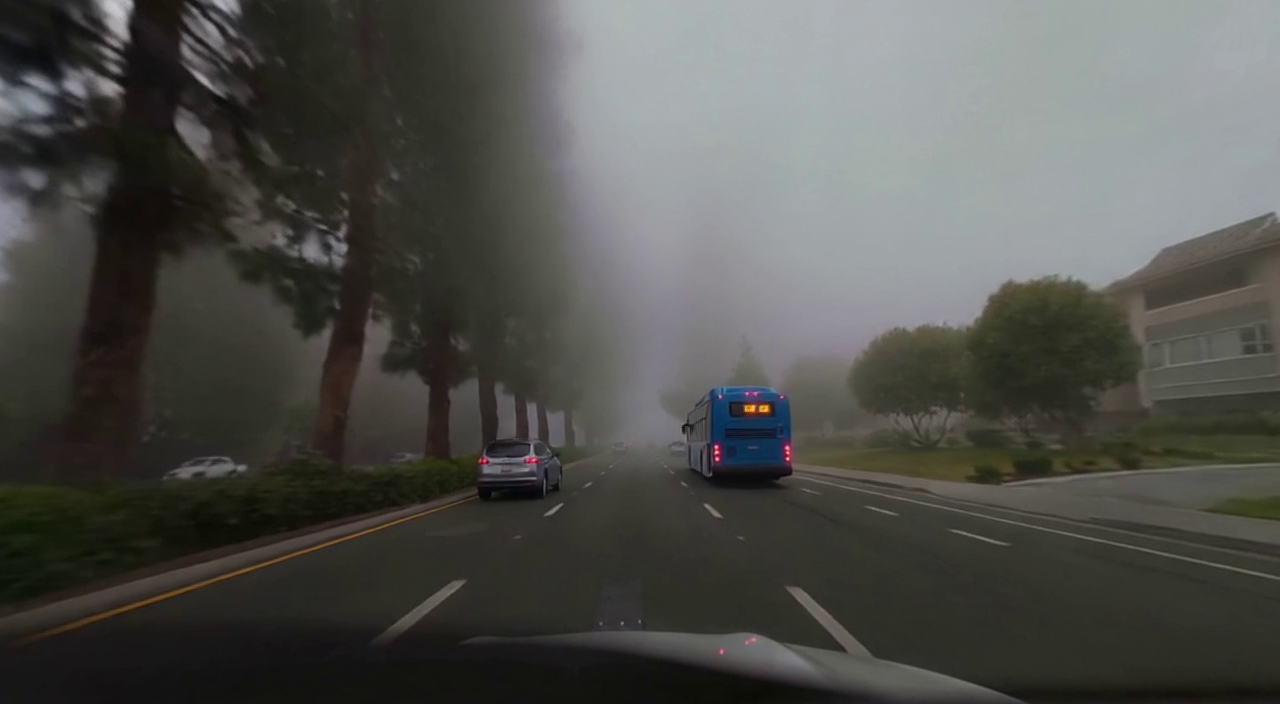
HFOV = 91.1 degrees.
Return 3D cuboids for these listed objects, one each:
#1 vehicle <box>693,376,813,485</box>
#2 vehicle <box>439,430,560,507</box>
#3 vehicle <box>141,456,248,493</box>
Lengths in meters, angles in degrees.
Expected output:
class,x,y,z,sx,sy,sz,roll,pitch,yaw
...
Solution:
class,x,y,z,sx,sy,sz,roll,pitch,yaw
vehicle,3.929,3.283,25.336,3.072,3.278,12.747,0,-8,3
vehicle,-3.543,3.026,16.835,2.111,1.767,4.333,0,-8,2
vehicle,-22.243,6.097,31.603,2.018,1.648,4.631,0,-8,-1
